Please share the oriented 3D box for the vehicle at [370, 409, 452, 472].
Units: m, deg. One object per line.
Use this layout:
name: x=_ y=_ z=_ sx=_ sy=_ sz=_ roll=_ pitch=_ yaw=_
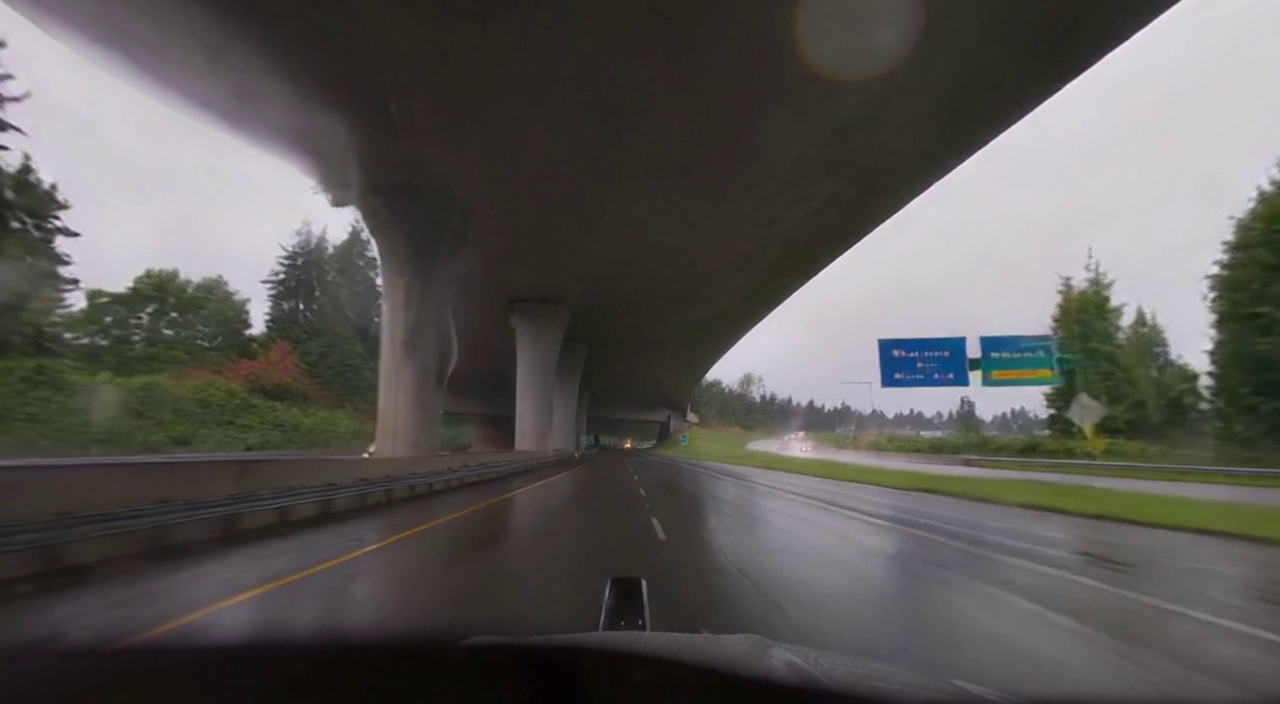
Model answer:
vehicle: x=-15.804 y=6.183 z=43.971 sx=3.391 sy=4.040 sz=5.988 roll=1 pitch=-9 yaw=-1
